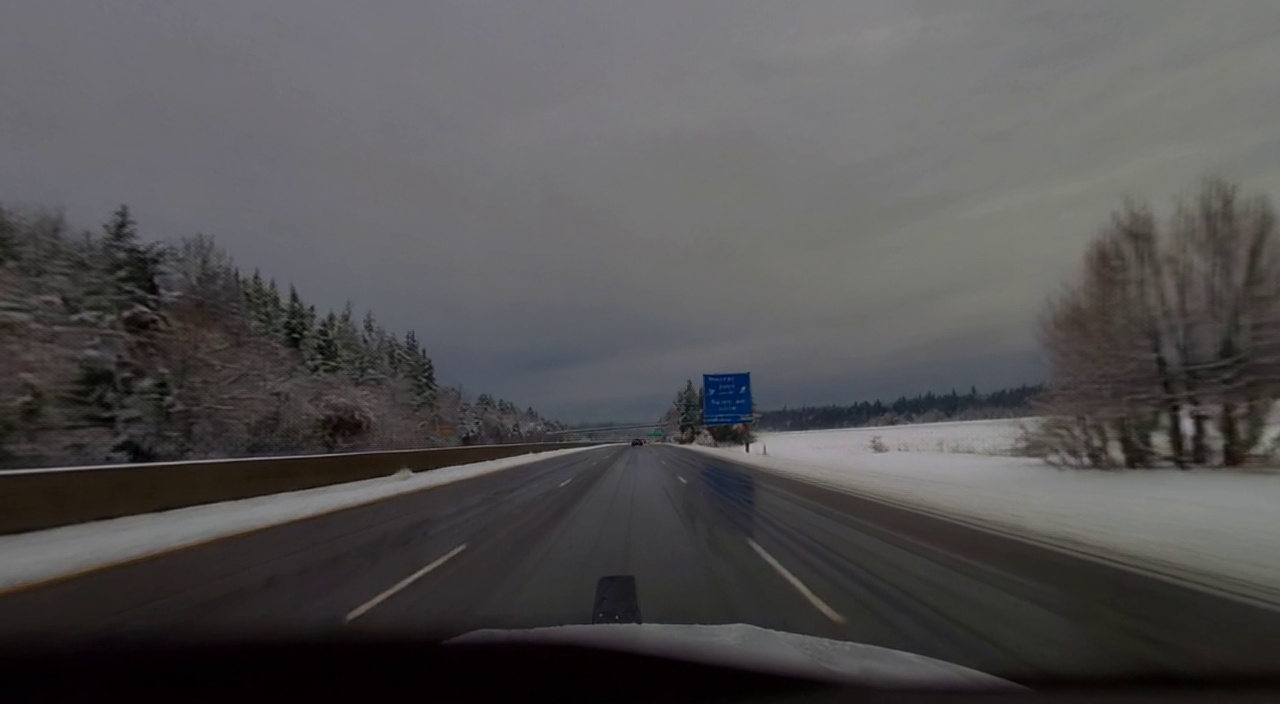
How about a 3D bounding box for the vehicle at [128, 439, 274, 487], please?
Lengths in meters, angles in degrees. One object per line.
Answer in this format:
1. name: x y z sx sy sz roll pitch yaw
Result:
1. vehicle: -14.710 3.695 21.407 1.994 1.455 4.162 0 -8 -1
